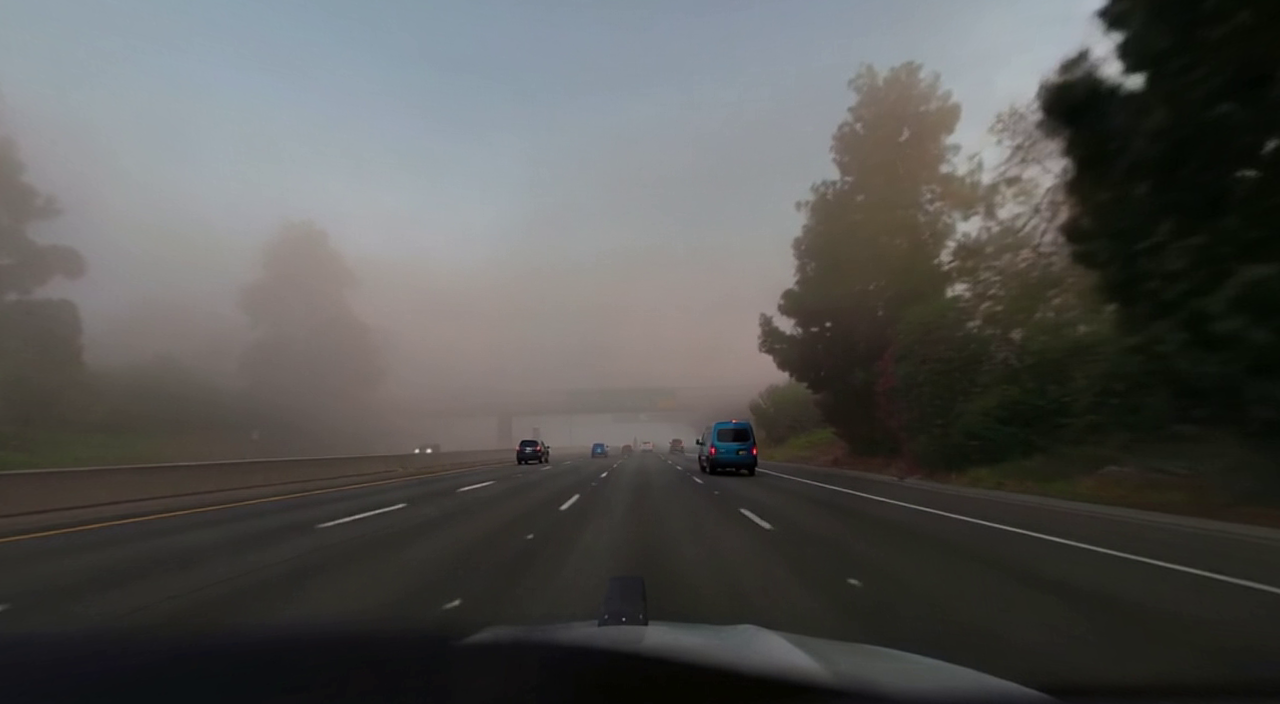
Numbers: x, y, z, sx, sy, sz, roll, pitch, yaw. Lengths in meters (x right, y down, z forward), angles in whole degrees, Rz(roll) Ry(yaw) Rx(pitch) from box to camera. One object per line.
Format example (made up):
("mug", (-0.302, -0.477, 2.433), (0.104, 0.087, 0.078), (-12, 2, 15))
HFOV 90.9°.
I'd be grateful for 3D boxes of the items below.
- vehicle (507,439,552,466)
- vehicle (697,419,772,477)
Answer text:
("vehicle", (-7.261, 6.630, 41.796), (2.068, 1.632, 4.623), (0, -8, 1))
("vehicle", (3.932, 4.154, 27.393), (2.347, 2.234, 5.352), (0, -8, -1))
